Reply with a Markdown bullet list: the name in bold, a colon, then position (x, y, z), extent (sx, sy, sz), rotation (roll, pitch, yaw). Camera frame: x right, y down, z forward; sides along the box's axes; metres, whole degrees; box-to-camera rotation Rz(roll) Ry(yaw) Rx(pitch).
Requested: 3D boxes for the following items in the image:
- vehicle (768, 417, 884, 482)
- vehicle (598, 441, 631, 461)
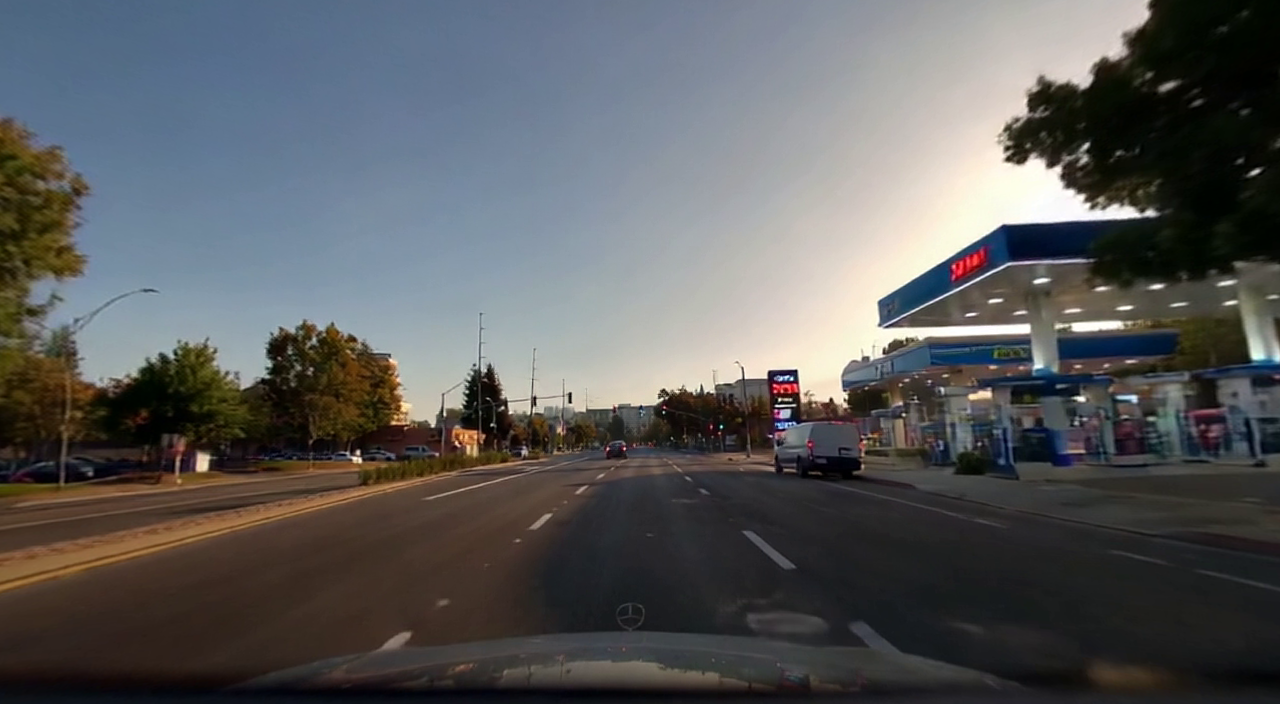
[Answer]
- **vehicle**: position (7.409, 4.016, 26.124), extent (2.764, 2.327, 6.492), rotation (0, -8, 0)
- **vehicle**: position (-1.967, 7.711, 49.302), extent (2.082, 1.460, 4.442), rotation (-1, -8, 4)
